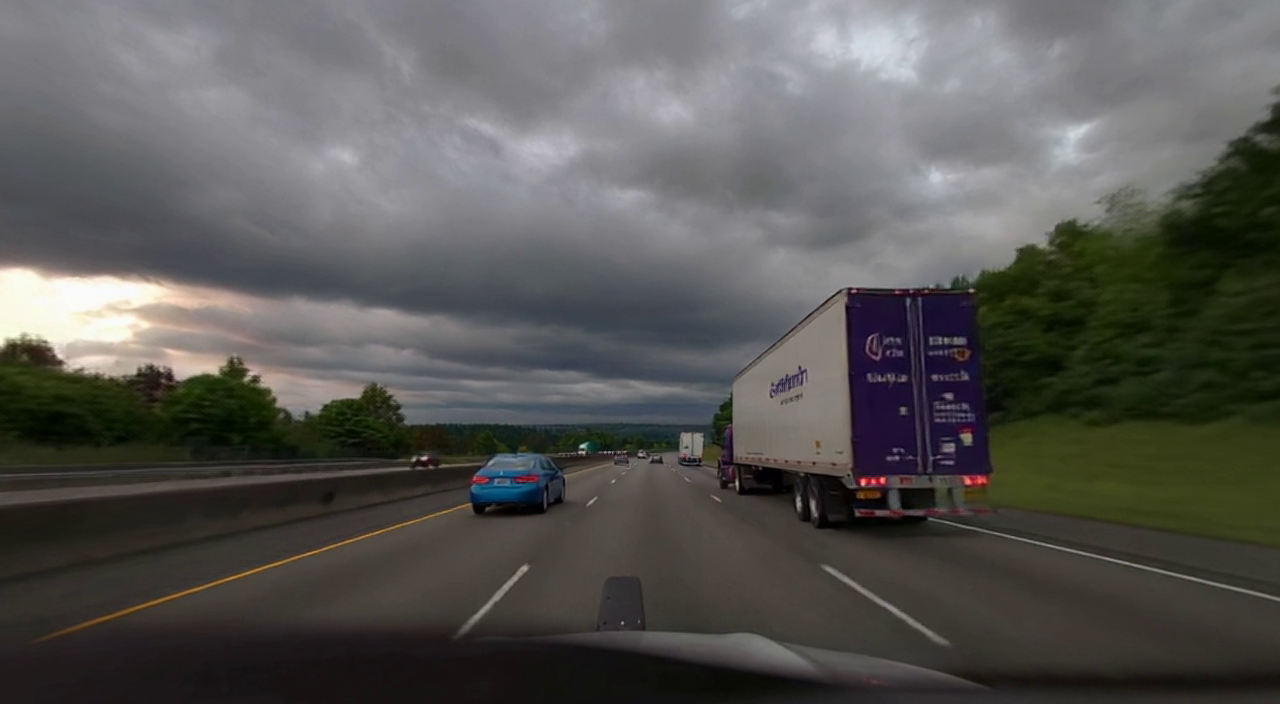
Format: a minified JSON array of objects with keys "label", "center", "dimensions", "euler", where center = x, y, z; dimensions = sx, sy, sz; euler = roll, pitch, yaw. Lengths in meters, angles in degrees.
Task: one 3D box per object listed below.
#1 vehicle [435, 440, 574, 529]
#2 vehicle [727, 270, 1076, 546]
[{"label":"vehicle","center":[-2.654,2.718,13.509],"dimensions":[1.960,1.579,4.384],"euler":[0,-9,0]},{"label":"vehicle","center":[4.612,1.801,15.838],"dimensions":[2.858,3.952,13.731],"euler":[0,-9,0]}]
